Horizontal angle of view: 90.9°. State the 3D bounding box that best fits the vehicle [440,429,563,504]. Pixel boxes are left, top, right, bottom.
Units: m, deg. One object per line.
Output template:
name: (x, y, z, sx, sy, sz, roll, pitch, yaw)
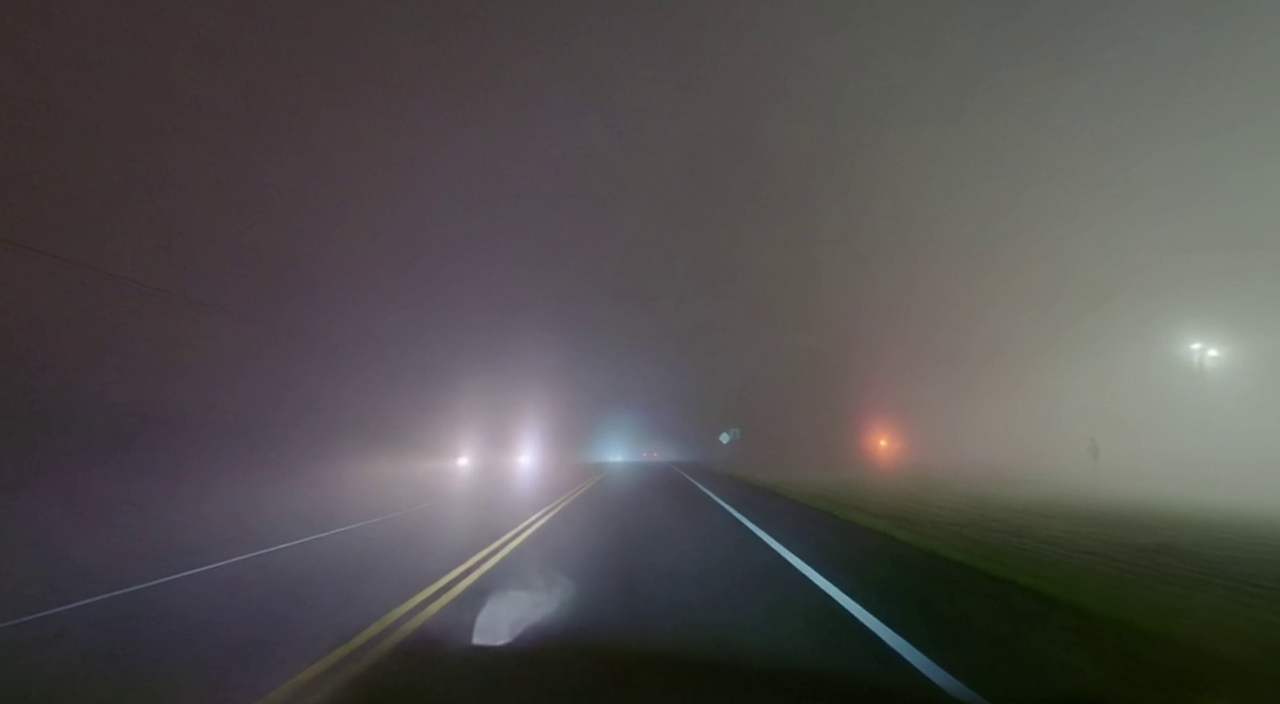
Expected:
vehicle: (-3.820, 3.282, 18.696, 2.255, 1.849, 5.576, 0, -8, 1)
